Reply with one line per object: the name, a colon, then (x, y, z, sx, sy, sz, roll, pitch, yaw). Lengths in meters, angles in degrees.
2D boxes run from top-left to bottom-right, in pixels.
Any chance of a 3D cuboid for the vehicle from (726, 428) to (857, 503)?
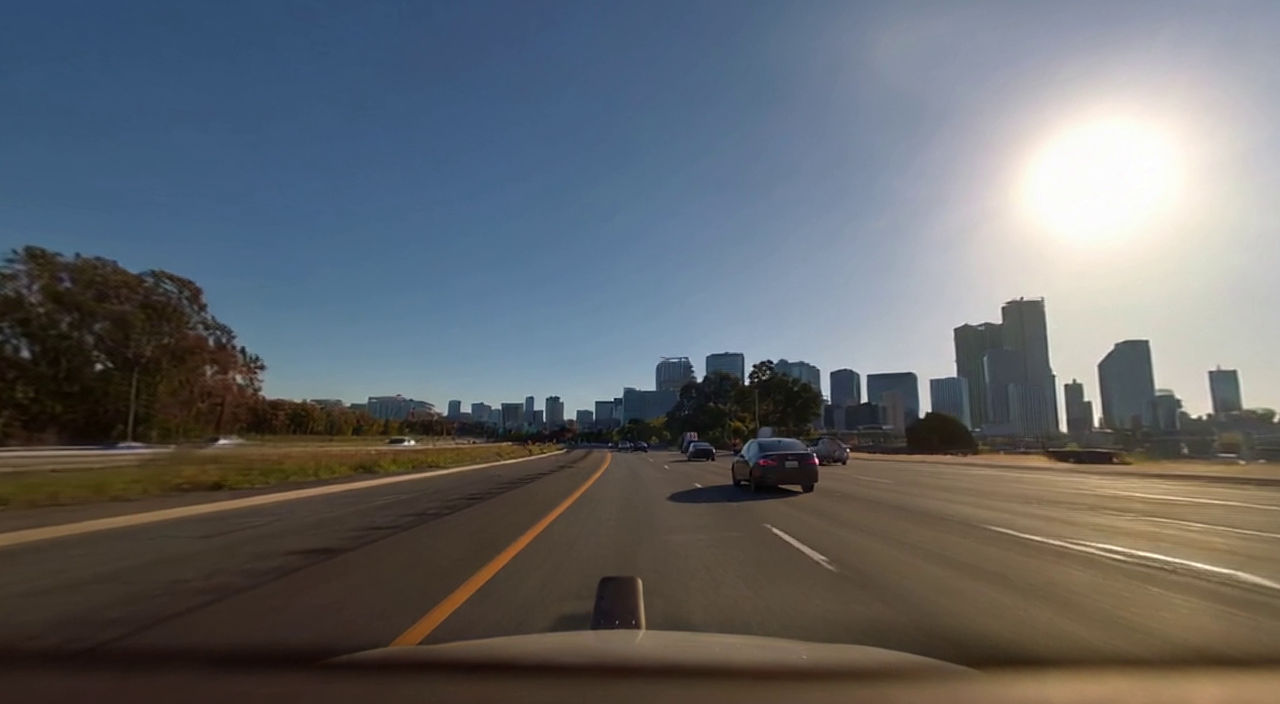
vehicle: (3.889, 3.017, 17.237, 2.305, 1.729, 4.526, 0, -8, -2)
